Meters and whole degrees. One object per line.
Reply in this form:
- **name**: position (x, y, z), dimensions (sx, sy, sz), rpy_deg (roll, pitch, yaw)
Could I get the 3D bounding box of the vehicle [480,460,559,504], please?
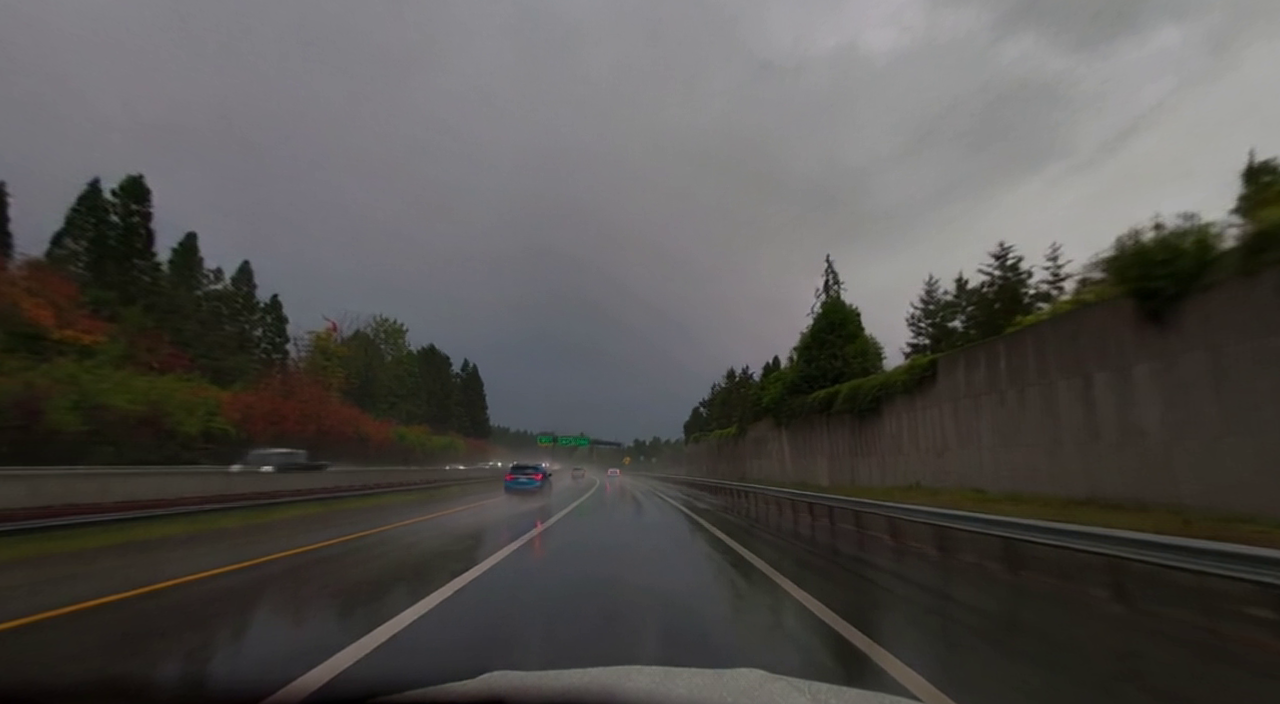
- **vehicle**: position (-4.793, 5.297, 25.881), dimensions (2.328, 1.559, 5.041), rpy_deg (1, -11, -1)
